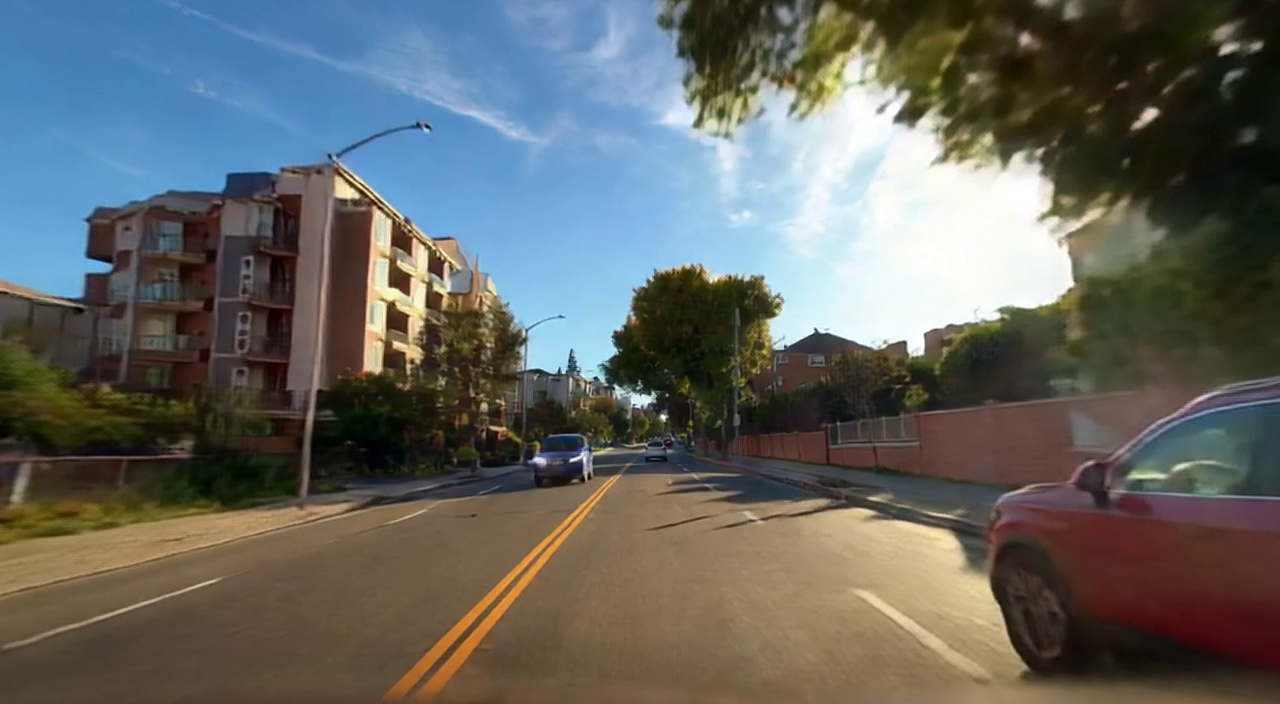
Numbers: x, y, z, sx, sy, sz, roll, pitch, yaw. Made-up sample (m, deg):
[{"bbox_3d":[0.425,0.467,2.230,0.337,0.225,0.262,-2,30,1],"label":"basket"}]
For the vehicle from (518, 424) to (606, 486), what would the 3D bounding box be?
[{"bbox_3d":[-2.735,3.840,23.825,2.469,2.023,5.896,0,-8,1],"label":"vehicle"}]

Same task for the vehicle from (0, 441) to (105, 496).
[{"bbox_3d":[-20.505,3.728,20.469,4.134,1.655,2.225,1,-8,-3],"label":"vehicle"}]

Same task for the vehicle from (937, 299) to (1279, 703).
[{"bbox_3d":[3.395,0.779,2.496,2.130,1.863,4.844,0,-8,1],"label":"vehicle"}]

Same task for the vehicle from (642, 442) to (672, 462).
[{"bbox_3d":[1.222,7.495,47.489,2.097,1.463,4.043,0,-8,0],"label":"vehicle"}]
